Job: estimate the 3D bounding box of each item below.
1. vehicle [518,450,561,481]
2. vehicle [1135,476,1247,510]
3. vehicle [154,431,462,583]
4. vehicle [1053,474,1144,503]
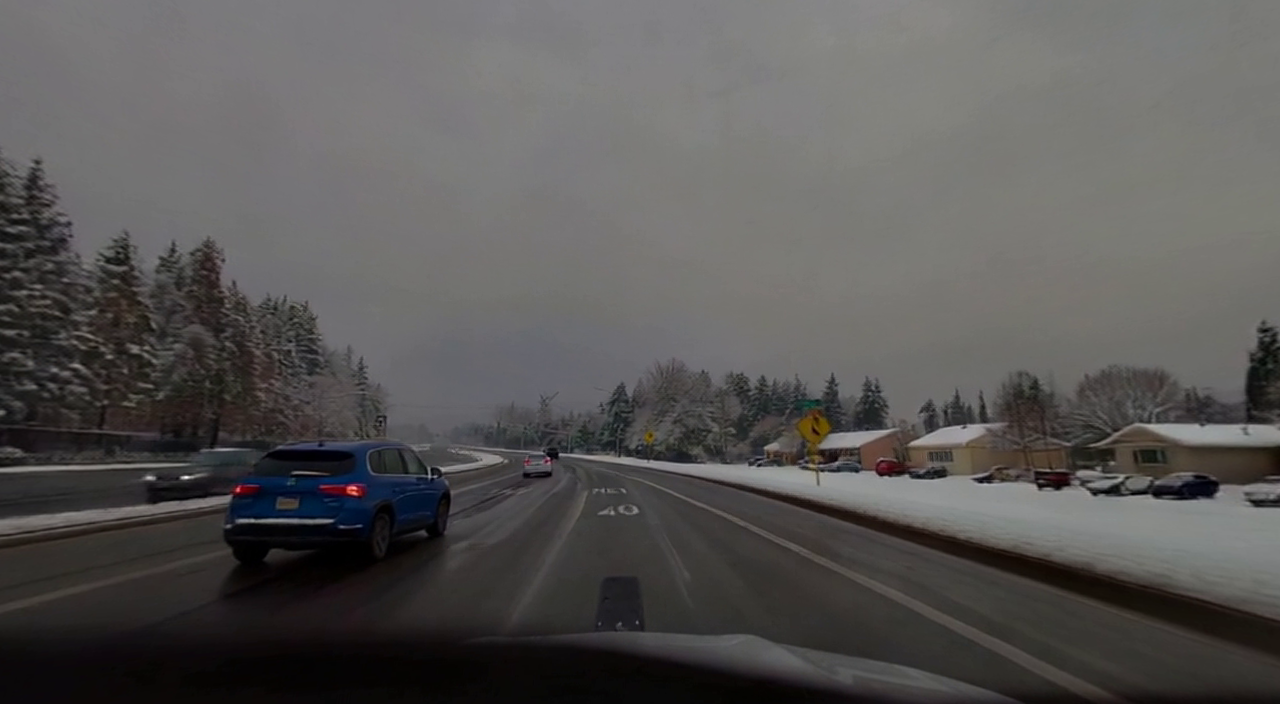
[{"bbox_3d":[-5.229,5.953,33.294,1.904,1.476,3.736,1,-9,-5],"label":"vehicle"},{"bbox_3d":[33.307,8.510,38.447,1.967,1.647,4.948,1,-9,-8],"label":"vehicle"},{"bbox_3d":[-4.252,2.027,9.217,2.098,1.613,4.606,0,-9,-2],"label":"vehicle"},{"bbox_3d":[32.135,9.567,44.530,1.820,1.626,5.319,2,-9,-9],"label":"vehicle"}]
